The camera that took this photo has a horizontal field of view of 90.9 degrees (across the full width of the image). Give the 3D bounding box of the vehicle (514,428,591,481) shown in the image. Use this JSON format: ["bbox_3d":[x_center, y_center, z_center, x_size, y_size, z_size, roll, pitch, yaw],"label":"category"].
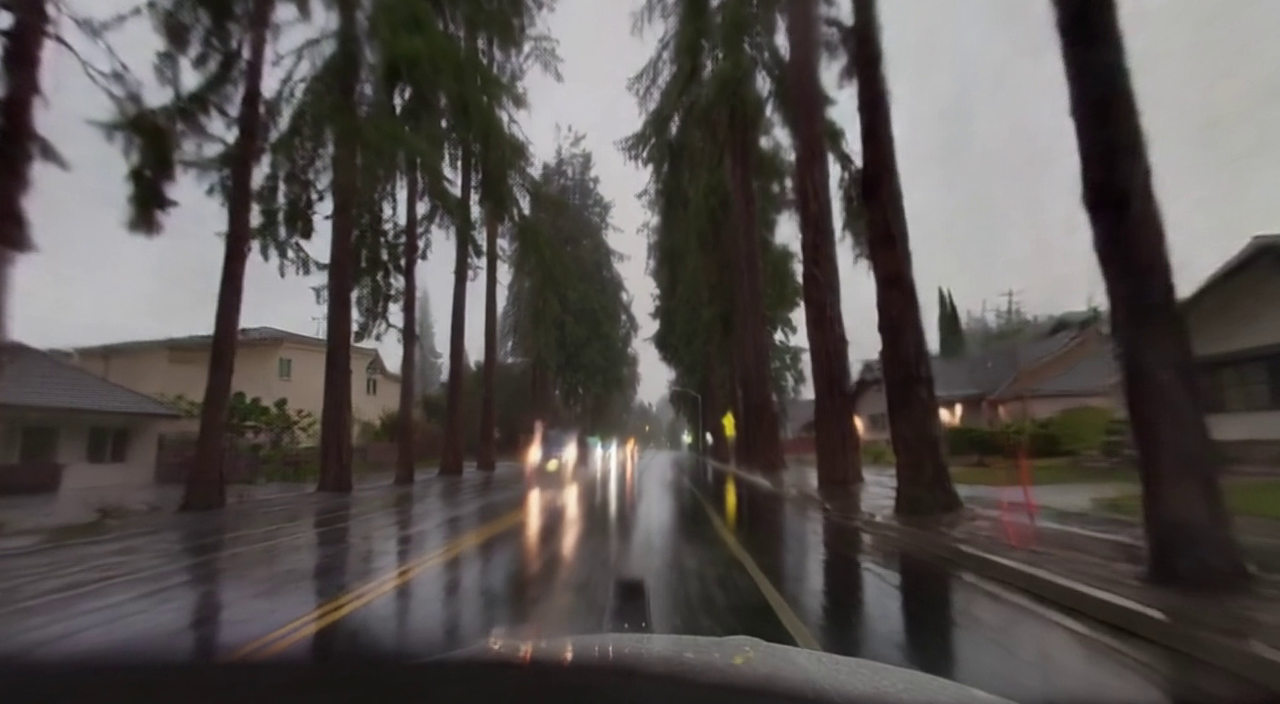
[{"bbox_3d":[-3.689,4.498,27.937,2.417,2.088,5.780,0,-9,2],"label":"vehicle"}]
